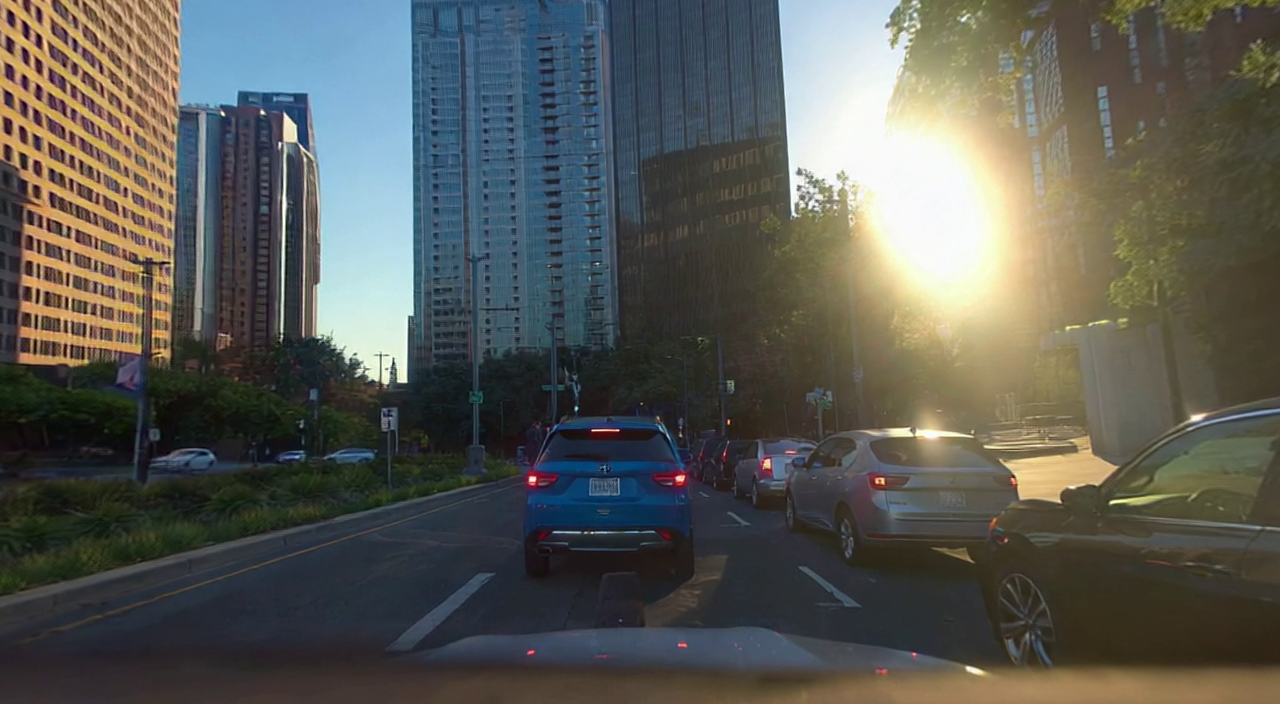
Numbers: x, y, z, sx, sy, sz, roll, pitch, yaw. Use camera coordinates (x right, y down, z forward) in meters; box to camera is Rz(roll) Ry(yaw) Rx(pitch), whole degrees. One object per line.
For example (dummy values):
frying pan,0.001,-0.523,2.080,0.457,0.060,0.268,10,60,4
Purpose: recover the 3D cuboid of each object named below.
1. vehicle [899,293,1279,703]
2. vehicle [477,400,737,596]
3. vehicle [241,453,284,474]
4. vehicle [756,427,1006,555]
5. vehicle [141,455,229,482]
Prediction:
vehicle,2.996,0.750,2.251,2.063,1.760,4.664,0,-9,-1
vehicle,-0.337,1.579,7.619,2.249,1.684,4.084,0,-9,-2
vehicle,-28.808,8.466,48.122,1.960,1.459,4.699,7,-11,-40
vehicle,3.280,1.986,9.819,1.941,1.482,4.632,0,-9,-2
vehicle,-27.617,7.059,38.561,1.967,1.428,4.832,0,-9,-3
